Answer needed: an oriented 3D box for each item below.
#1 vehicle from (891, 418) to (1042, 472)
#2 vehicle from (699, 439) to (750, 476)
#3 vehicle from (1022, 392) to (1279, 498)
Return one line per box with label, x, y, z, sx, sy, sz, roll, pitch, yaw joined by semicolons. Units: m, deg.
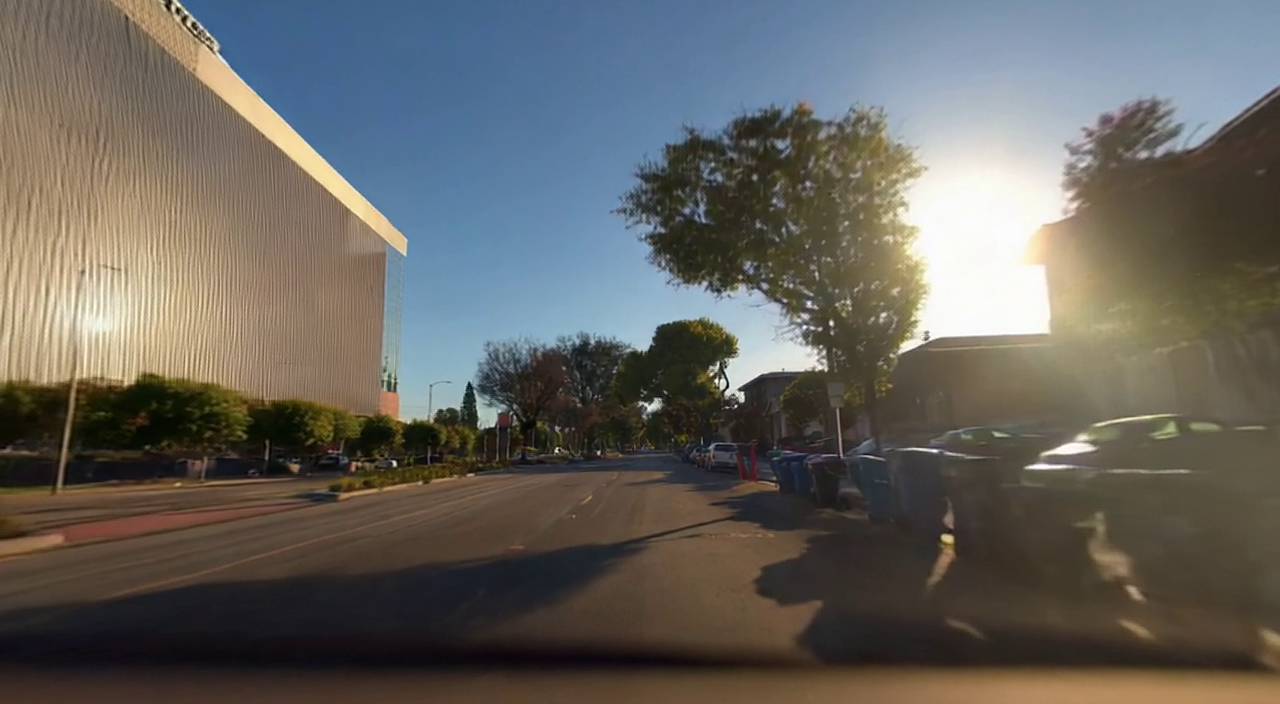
vehicle;11.936;3.476;23.269;4.418;1.532;1.889;-4;-11;-3
vehicle;4.481;5.693;34.252;2.078;1.771;5.174;1;-8;0
vehicle;11.400;1.985;13.684;4.865;1.674;1.963;-5;-9;-5
